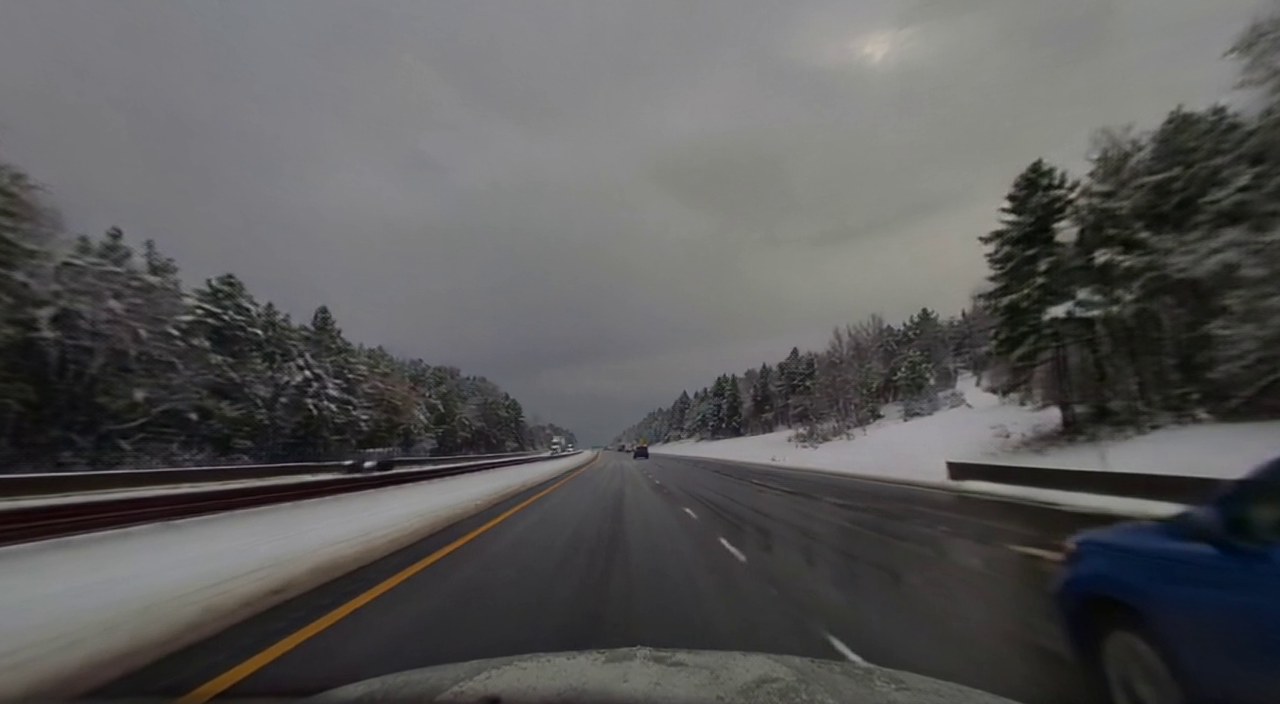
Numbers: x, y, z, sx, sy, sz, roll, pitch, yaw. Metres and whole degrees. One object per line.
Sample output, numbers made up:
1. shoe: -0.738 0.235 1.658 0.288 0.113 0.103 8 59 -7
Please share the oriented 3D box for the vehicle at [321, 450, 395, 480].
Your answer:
1. vehicle: -14.892 5.955 33.465 1.996 1.471 4.494 0 -9 -2
